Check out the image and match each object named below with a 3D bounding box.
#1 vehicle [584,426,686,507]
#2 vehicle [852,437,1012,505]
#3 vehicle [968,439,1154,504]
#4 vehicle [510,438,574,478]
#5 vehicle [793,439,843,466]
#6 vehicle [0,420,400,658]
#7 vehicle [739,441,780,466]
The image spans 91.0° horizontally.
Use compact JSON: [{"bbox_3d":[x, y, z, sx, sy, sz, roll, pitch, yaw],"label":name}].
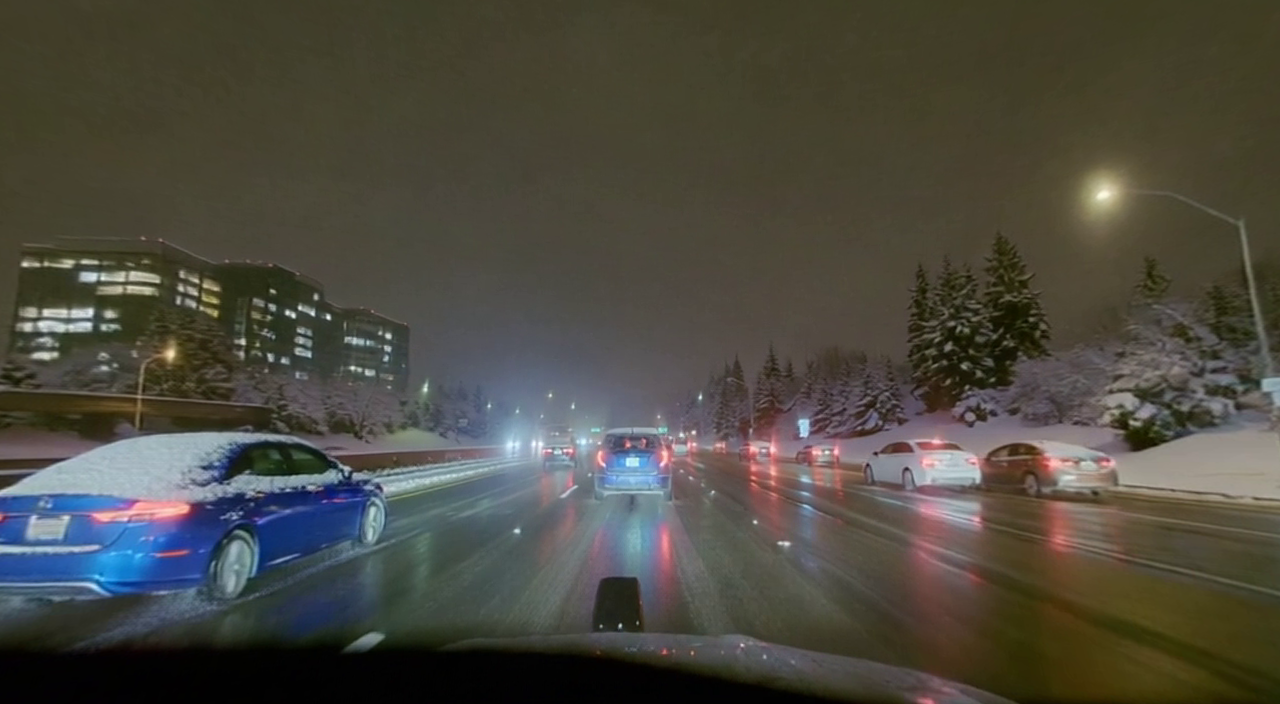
[{"bbox_3d":[-0.084,2.772,15.613,2.181,1.697,4.021,0,-9,1],"label":"vehicle"},{"bbox_3d":[7.429,3.072,16.684,2.049,1.521,4.604,0,-9,0],"label":"vehicle"},{"bbox_3d":[11.082,3.155,17.074,2.008,1.516,4.385,0,-9,0],"label":"vehicle"},{"bbox_3d":[-4.009,4.429,26.441,1.947,1.516,4.295,0,-9,1],"label":"vehicle"},{"bbox_3d":[11.613,6.603,41.453,1.992,1.625,4.359,1,-9,-1],"label":"vehicle"},{"bbox_3d":[-4.226,1.513,6.233,1.974,1.478,4.412,0,-9,0],"label":"vehicle"},{"bbox_3d":[7.560,6.468,40.299,1.880,1.526,3.641,1,-9,0],"label":"vehicle"}]
